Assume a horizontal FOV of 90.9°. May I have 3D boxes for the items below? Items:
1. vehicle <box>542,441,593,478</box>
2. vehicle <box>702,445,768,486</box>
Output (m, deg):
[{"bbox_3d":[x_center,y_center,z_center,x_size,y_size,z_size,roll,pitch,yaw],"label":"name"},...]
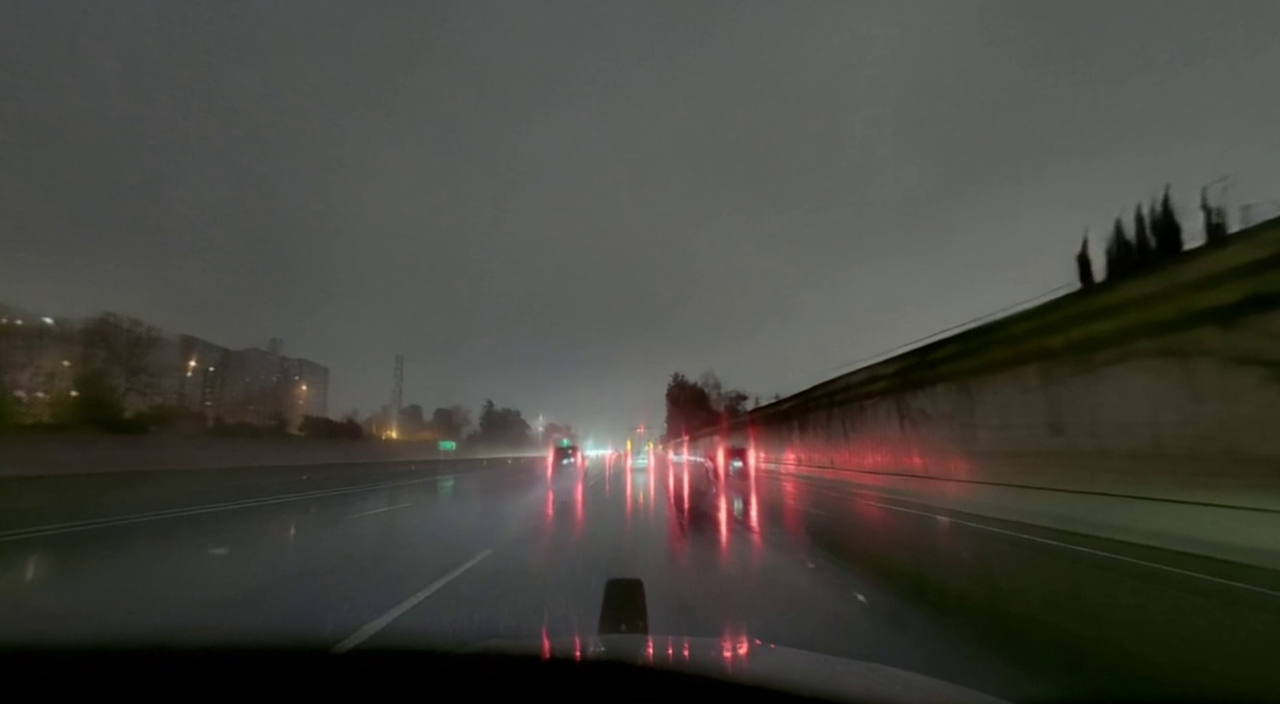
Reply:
[{"bbox_3d":[-3.724,5.612,33.086,2.014,1.811,4.369,0,-9,2],"label":"vehicle"},{"bbox_3d":[3.838,4.668,26.267,1.973,1.536,4.337,0,-9,-2],"label":"vehicle"}]
